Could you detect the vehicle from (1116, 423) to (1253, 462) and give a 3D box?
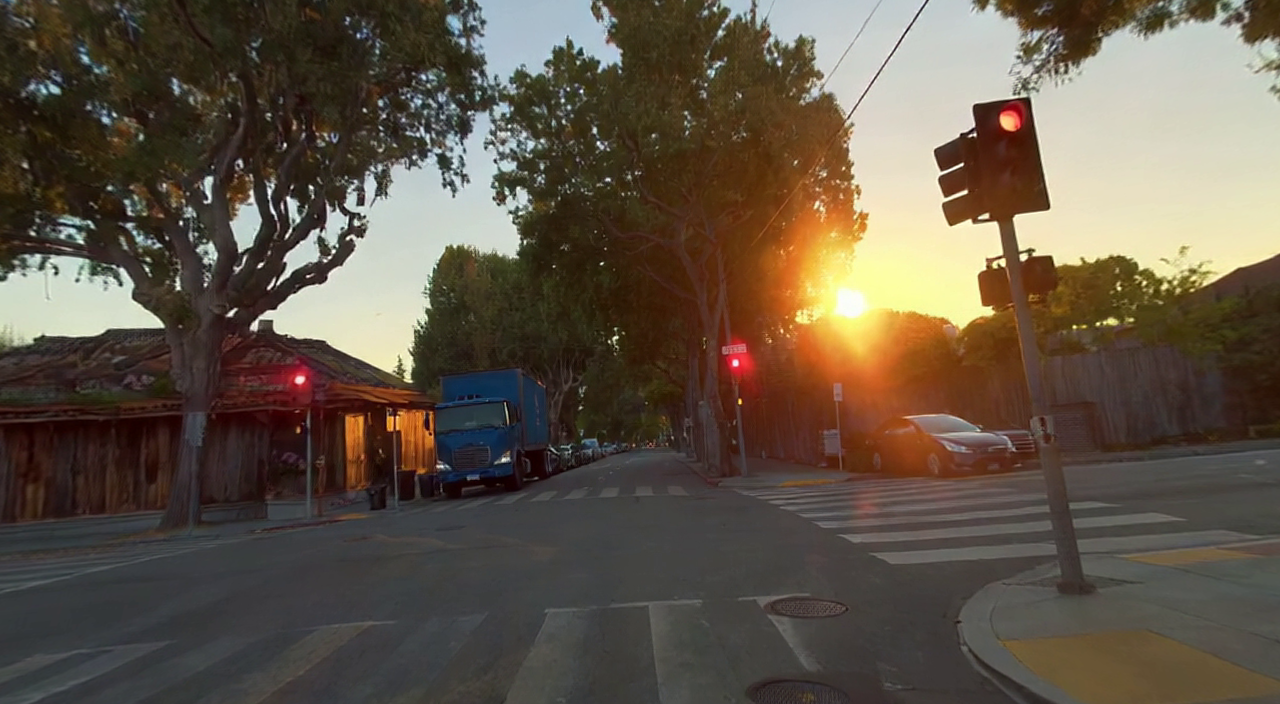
[{"bbox_3d":[24.939,4.166,29.027,4.268,1.695,2.053,0,-8,3],"label":"vehicle"}]

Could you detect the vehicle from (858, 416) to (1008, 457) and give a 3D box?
[{"bbox_3d":[10.749,3.150,23.413,4.643,1.456,1.820,-1,-8,5],"label":"vehicle"}]

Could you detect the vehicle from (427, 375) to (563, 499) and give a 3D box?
[{"bbox_3d":[-5.723,3.682,27.141,3.113,4.041,10.284,-5,-8,1],"label":"vehicle"}]
